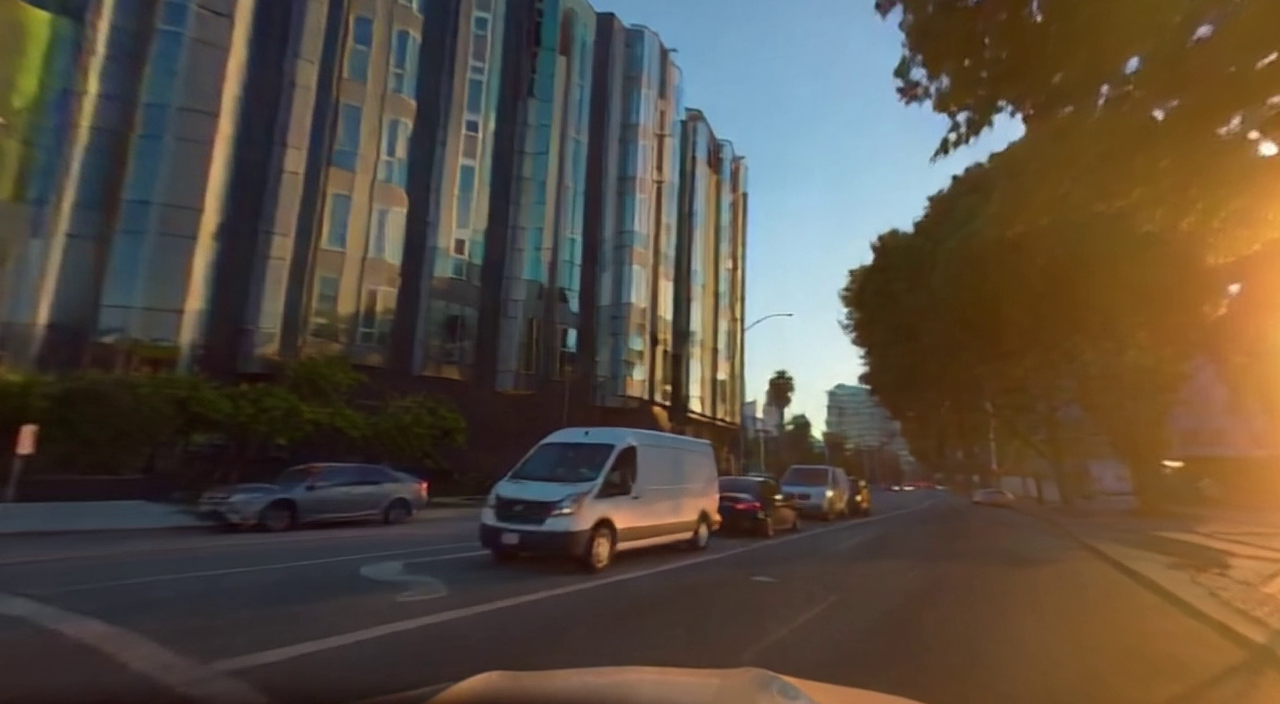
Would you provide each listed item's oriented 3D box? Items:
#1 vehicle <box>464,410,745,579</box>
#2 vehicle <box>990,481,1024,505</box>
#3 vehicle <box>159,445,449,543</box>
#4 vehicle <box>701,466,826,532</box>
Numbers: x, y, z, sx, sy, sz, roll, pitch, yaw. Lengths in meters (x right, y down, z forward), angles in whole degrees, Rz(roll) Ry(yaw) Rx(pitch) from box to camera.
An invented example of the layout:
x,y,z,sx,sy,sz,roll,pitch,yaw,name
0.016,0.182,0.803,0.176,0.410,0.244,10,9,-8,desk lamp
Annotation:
x,y,z,sx,sy,sz,roll,pitch,yaw,name
-0.197,2.250,10.427,2.104,2.013,5.252,-7,-13,28,vehicle
26.015,9.979,44.763,1.899,1.470,3.666,-5,-12,28,vehicle
-6.070,2.617,12.068,1.868,1.472,4.470,-5,-12,30,vehicle
3.479,3.872,17.040,1.853,1.495,4.632,-7,-13,29,vehicle
